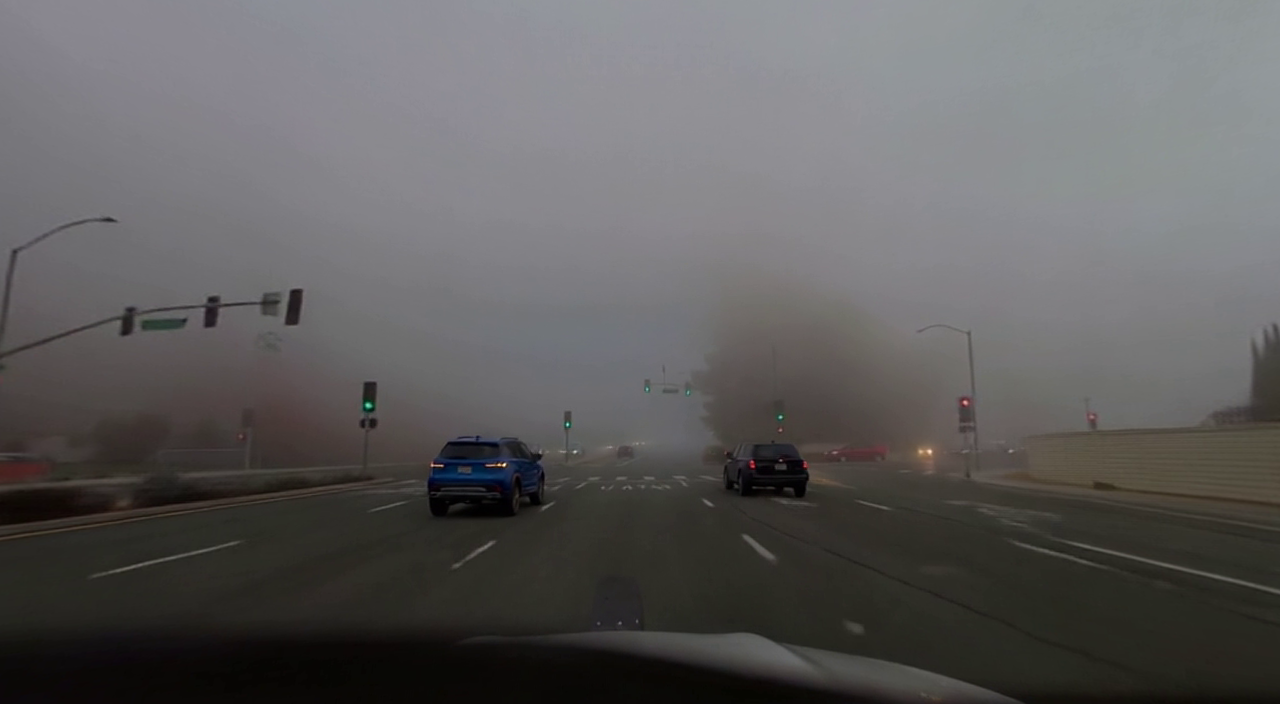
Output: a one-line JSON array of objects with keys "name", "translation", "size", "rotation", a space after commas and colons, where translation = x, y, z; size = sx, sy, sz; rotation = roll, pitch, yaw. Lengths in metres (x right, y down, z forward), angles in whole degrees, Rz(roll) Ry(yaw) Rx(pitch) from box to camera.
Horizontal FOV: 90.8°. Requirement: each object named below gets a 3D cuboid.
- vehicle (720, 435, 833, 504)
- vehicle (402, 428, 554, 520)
[{"name": "vehicle", "translation": [3.631, 3.199, 17.706], "size": [2.132, 1.659, 4.387], "rotation": [0, -9, -1]}, {"name": "vehicle", "translation": [-3.338, 2.616, 14.117], "size": [2.045, 1.688, 4.632], "rotation": [-1, -9, 2]}]
